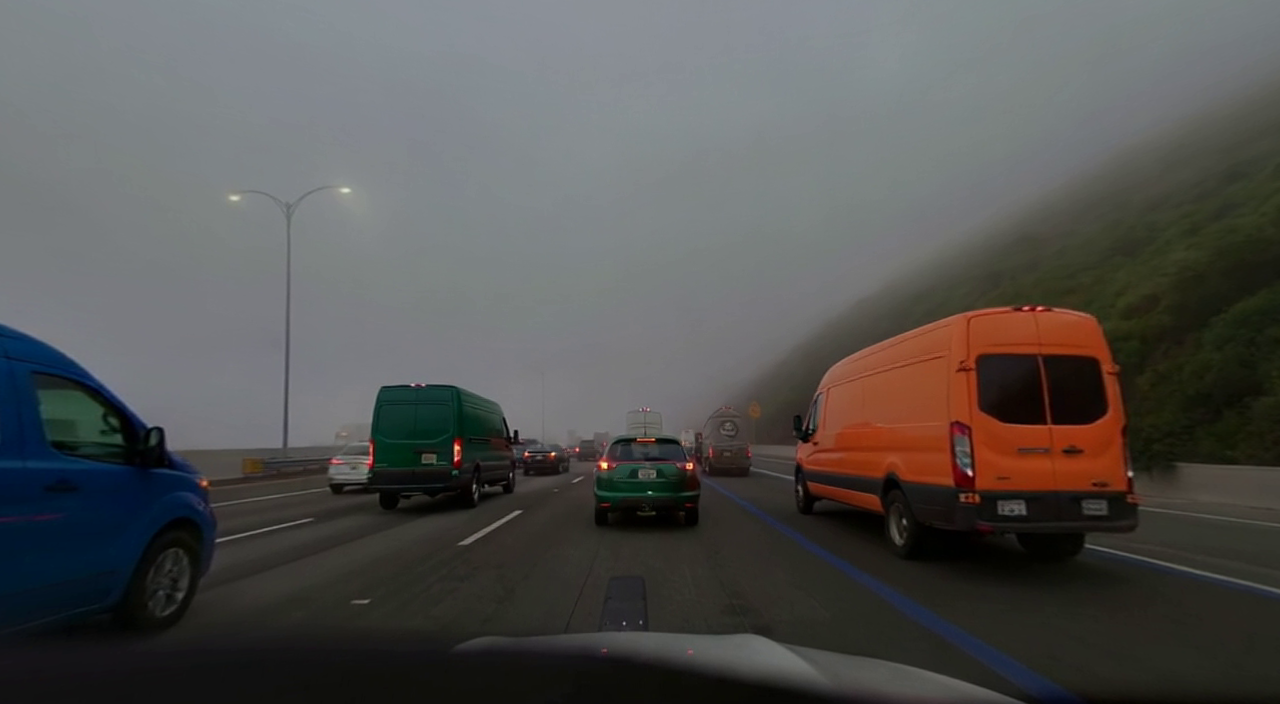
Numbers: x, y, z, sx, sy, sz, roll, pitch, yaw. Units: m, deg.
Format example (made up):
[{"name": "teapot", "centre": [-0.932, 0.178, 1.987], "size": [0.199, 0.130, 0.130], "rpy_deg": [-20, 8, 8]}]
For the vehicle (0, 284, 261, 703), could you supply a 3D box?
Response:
[{"name": "vehicle", "centre": [-4.256, 0.622, 2.403], "size": [2.195, 2.086, 5.445], "rpy_deg": [0, -8, 0]}]

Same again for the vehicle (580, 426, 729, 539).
[{"name": "vehicle", "centre": [0.153, 2.051, 10.506], "size": [2.003, 1.499, 3.930], "rpy_deg": [0, -8, -1]}]

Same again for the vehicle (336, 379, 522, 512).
[{"name": "vehicle", "centre": [-4.561, 2.194, 14.923], "size": [2.300, 2.522, 5.701], "rpy_deg": [-1, -8, 1]}]

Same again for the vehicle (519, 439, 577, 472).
[{"name": "vehicle", "centre": [-4.298, 4.922, 30.231], "size": [2.007, 1.457, 4.447], "rpy_deg": [-1, -8, 1]}]

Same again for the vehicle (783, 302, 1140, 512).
[{"name": "vehicle", "centre": [7.226, 1.798, 17.288], "size": [2.977, 3.878, 11.111], "rpy_deg": [0, -8, -6]}]
